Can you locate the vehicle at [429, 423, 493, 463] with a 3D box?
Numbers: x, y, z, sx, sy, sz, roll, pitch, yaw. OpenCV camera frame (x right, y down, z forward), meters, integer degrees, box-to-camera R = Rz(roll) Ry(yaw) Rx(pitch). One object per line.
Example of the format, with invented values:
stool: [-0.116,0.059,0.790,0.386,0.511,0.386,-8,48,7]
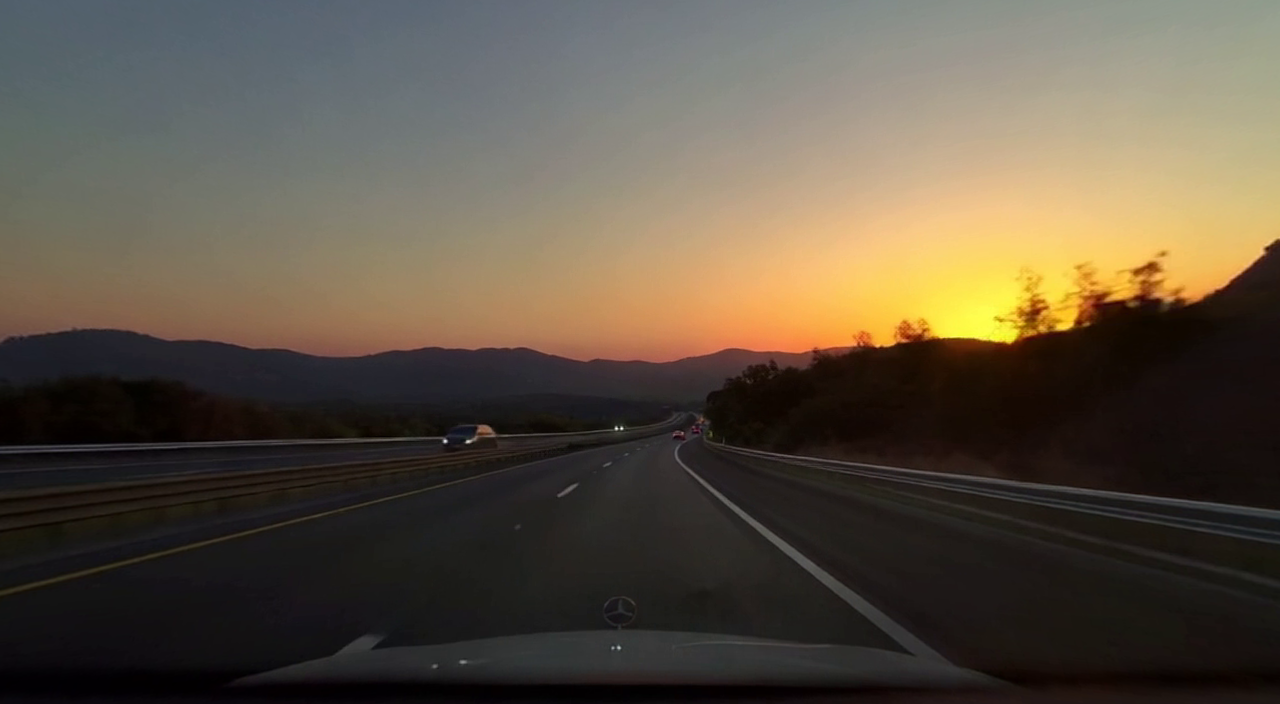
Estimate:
vehicle: [-11.050,5.699,39.407,2.158,2.300,5.691,-1,-8,2]
